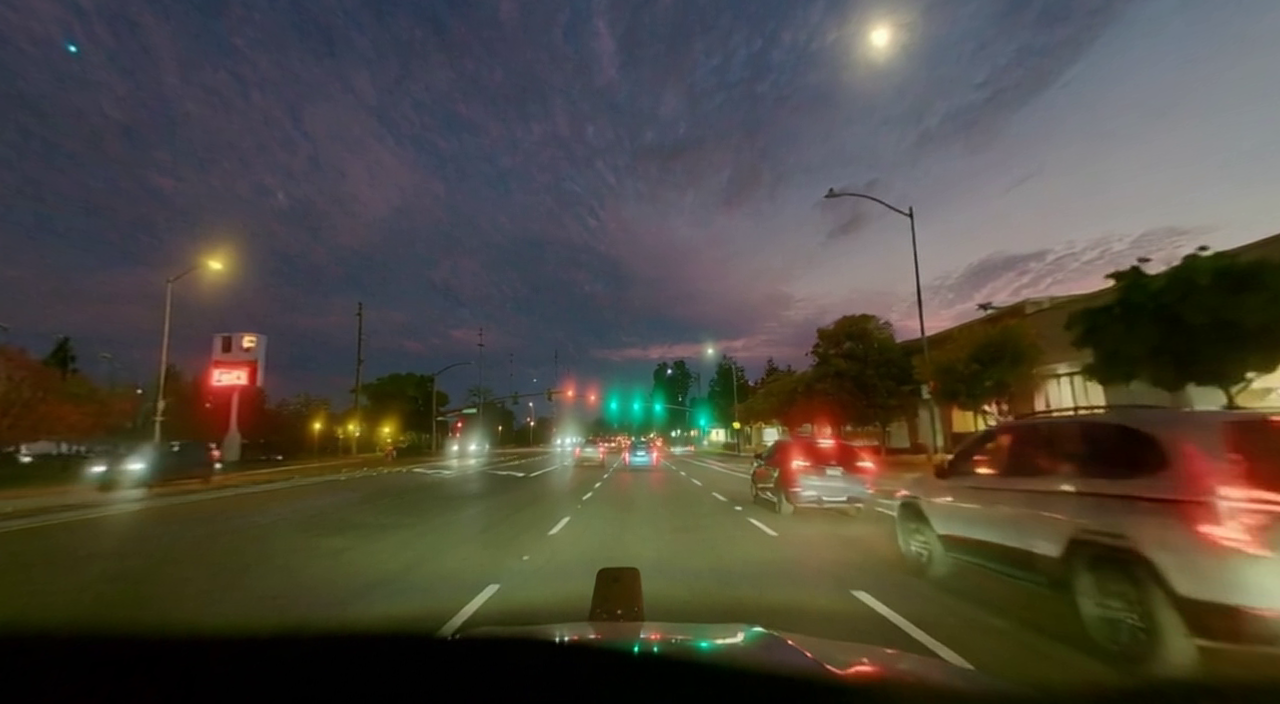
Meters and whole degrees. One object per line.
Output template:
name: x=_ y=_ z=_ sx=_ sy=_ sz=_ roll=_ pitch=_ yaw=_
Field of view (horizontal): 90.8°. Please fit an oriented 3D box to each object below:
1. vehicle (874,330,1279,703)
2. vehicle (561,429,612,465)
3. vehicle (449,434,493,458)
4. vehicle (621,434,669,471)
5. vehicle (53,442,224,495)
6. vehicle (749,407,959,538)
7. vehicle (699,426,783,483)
vehicle: x=3.269 y=1.019 z=3.826 sx=2.037 sy=1.673 sz=4.844 roll=-1 pitch=-8 yaw=3
vehicle: x=-2.853 y=5.222 z=34.729 sx=2.280 sy=1.810 sz=4.903 roll=0 pitch=-8 yaw=1
vehicle: x=-13.032 y=7.287 z=49.034 sx=2.162 sy=1.777 sz=4.587 roll=0 pitch=-8 yaw=0
vehicle: x=0.168 y=4.584 z=28.998 sx=2.023 sy=1.532 sz=3.891 roll=0 pitch=-8 yaw=-1
vehicle: x=-15.378 y=3.556 z=19.734 sx=1.846 sy=1.433 sz=4.274 roll=0 pitch=-8 yaw=0
vehicle: x=3.245 y=1.933 z=10.704 sx=1.963 sy=1.736 sz=4.374 roll=0 pitch=-8 yaw=-1
vehicle: x=3.323 y=3.474 z=21.699 sx=2.082 sy=1.727 sz=4.338 roll=0 pitch=-8 yaw=-1
